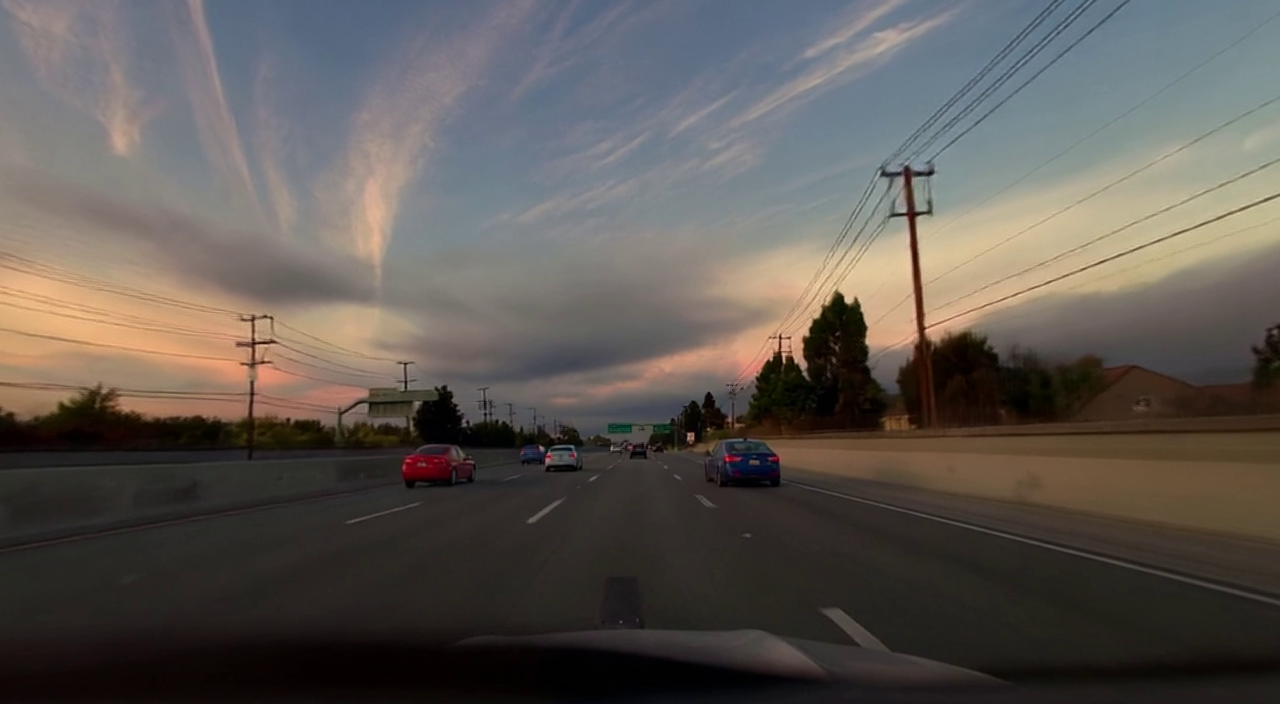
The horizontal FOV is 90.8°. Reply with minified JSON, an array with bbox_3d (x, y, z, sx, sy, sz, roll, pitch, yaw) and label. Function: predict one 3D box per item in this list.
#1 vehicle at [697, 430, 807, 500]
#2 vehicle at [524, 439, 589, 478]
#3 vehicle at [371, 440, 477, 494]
[{"bbox_3d":[2.881,3.021,17.348,2.100,1.659,4.387,0,-8,-1],"label":"vehicle"},{"bbox_3d":[-3.419,4.475,26.743,2.066,1.488,4.377,0,-8,1],"label":"vehicle"},{"bbox_3d":[-6.641,3.554,19.942,1.903,1.482,4.180,0,-8,0],"label":"vehicle"}]
